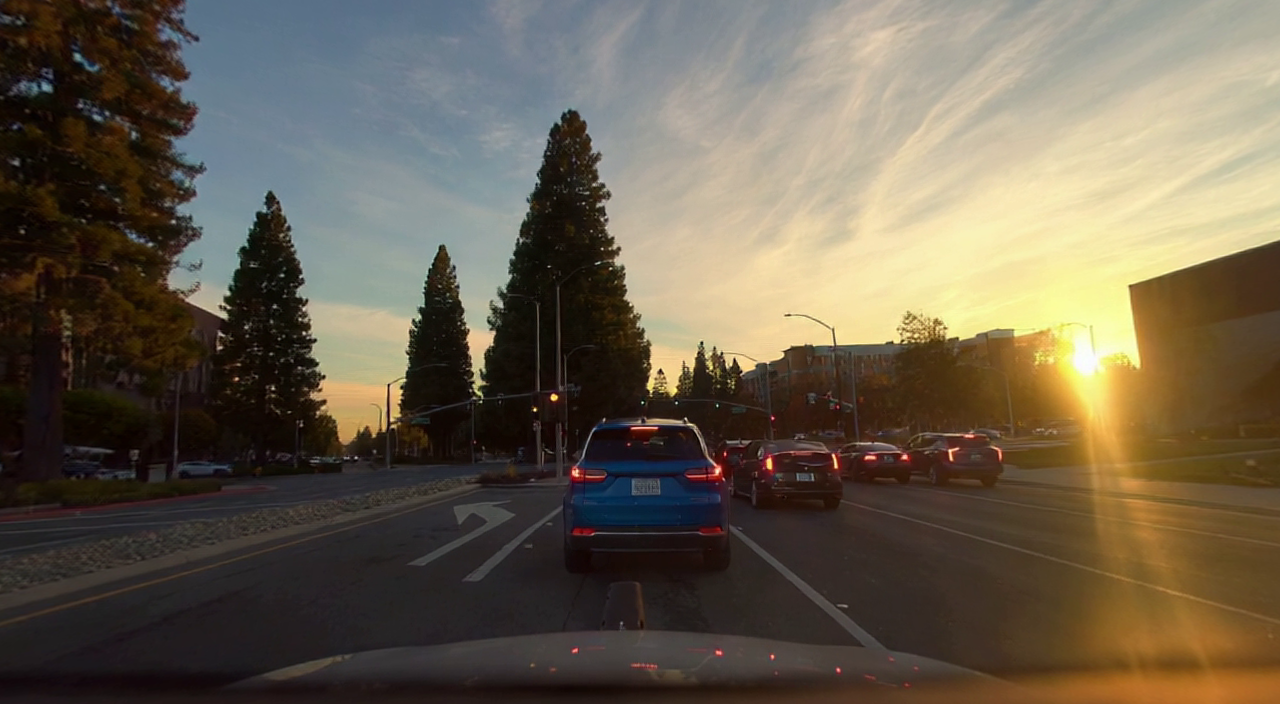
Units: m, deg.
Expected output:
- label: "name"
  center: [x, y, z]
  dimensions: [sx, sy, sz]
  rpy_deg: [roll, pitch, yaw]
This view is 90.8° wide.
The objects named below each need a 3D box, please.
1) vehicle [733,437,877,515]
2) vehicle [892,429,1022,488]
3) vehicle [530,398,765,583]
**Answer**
- label: "vehicle"
  center: [3.491, 2.713, 14.358]
  dimensions: [1.997, 1.471, 4.321]
  rpy_deg: [0, -9, -2]
- label: "vehicle"
  center: [10.861, 3.694, 22.123]
  dimensions: [2.123, 1.812, 4.553]
  rpy_deg: [0, -9, -1]
- label: "vehicle"
  center: [0.061, 1.653, 8.254]
  dimensions: [2.266, 1.762, 4.131]
  rpy_deg: [0, -9, 0]
